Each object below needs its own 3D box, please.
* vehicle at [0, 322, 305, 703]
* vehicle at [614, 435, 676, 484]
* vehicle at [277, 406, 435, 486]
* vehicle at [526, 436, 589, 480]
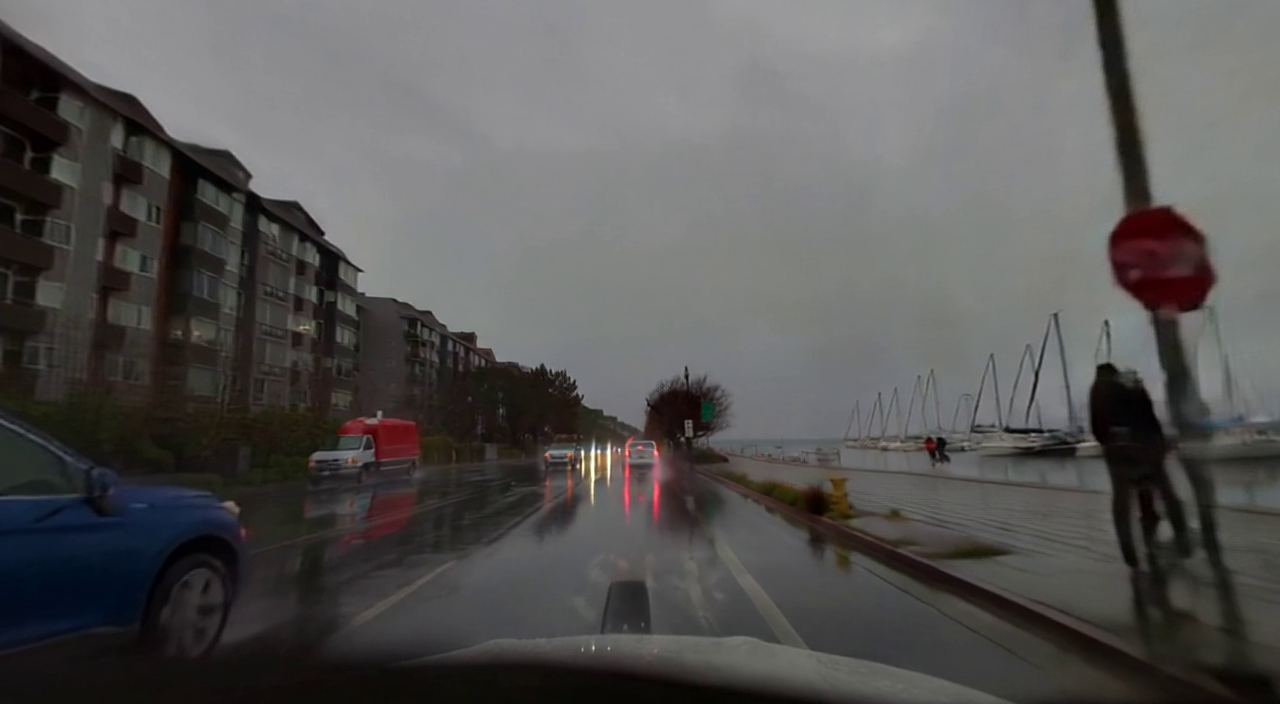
[{"bbox_3d":[-3.565,0.774,2.261,2.082,1.817,4.724,0,-9,0],"label":"vehicle"},{"bbox_3d":[0.161,3.887,22.991,2.057,1.624,3.726,0,-9,0],"label":"vehicle"},{"bbox_3d":[-13.339,4.634,30.903,2.924,3.288,9.352,-1,-9,3],"label":"vehicle"},{"bbox_3d":[-3.402,4.497,26.907,2.056,1.680,4.205,-1,-9,1],"label":"vehicle"}]
